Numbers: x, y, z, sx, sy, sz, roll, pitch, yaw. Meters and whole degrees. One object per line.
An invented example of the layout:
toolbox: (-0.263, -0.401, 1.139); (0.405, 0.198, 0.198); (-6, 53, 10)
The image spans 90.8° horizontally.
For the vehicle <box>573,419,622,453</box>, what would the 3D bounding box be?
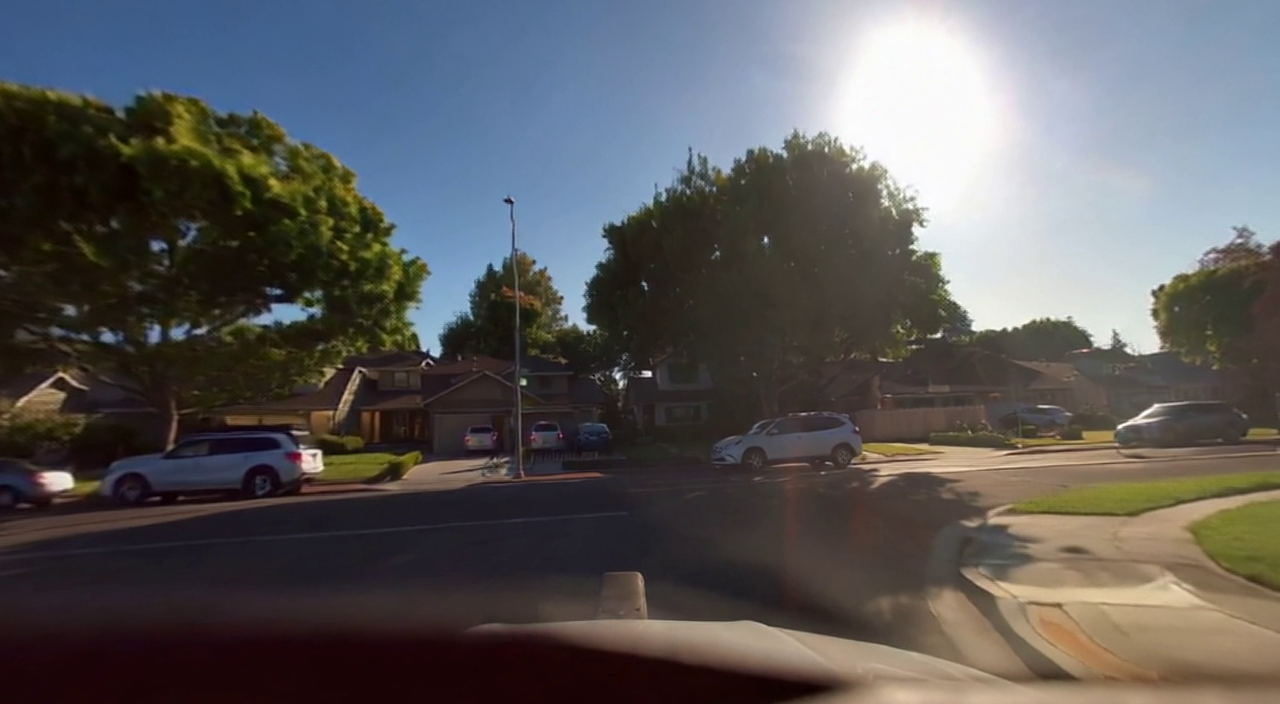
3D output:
vehicle: (-2.403, 4.635, 34.525); (2.005, 1.699, 4.234); (1, -9, -13)

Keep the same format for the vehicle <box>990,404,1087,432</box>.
vehicle: (24.541, 4.146, 39.102); (1.967, 1.523, 4.619); (4, -10, -26)

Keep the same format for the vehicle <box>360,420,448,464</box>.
vehicle: (-12.210, 4.642, 32.454); (2.307, 2.043, 5.475); (7, -12, -41)

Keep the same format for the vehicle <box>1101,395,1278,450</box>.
vehicle: (20.910, 2.704, 24.131); (5.179, 1.847, 2.219); (0, -10, -12)

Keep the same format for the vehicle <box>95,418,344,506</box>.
vehicle: (-11.820, 3.097, 18.290); (5.419, 2.292, 2.272); (1, -8, -11)

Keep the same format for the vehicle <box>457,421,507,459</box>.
vehicle: (-8.593, 4.853, 34.532); (2.391, 1.894, 5.075); (1, -9, -13)

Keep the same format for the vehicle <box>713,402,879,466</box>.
vehicle: (5.136, 2.798, 21.264); (4.919, 1.969, 2.104); (2, -9, -8)

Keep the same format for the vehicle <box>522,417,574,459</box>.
vehicle: (-4.891, 4.456, 32.848); (2.278, 1.969, 5.533); (1, -8, -12)
